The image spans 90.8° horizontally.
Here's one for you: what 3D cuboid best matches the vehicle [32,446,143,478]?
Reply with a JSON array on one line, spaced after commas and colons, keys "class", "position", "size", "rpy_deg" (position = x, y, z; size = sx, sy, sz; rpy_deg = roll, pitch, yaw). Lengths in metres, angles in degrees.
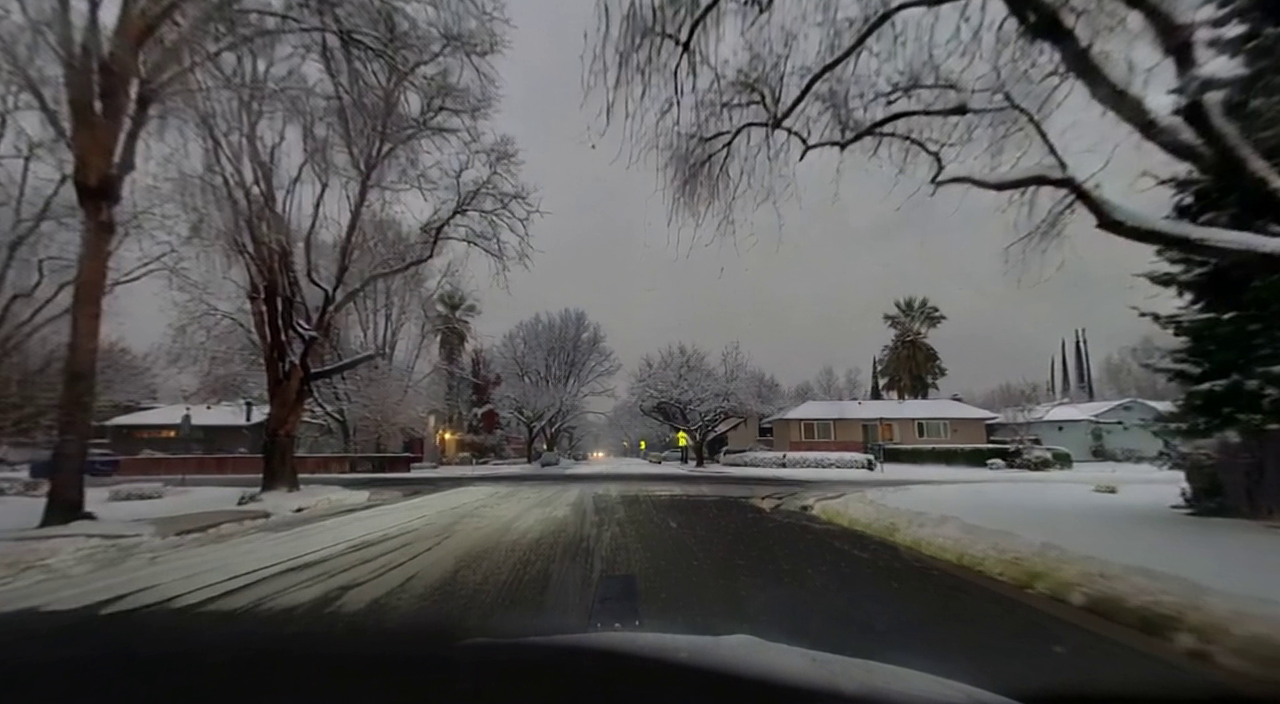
[{"class": "vehicle", "position": [-30.216, 6.049, 34.677], "size": [4.023, 1.692, 2.024], "rpy_deg": [0, -10, -2]}]
